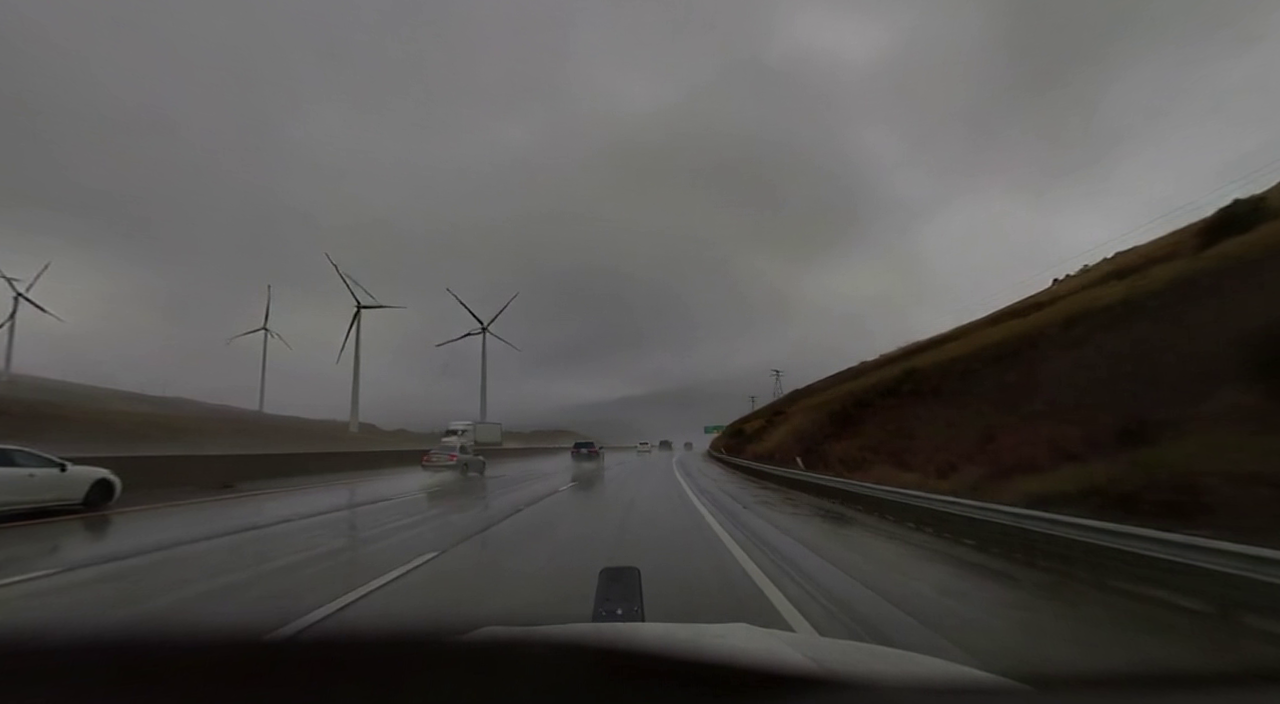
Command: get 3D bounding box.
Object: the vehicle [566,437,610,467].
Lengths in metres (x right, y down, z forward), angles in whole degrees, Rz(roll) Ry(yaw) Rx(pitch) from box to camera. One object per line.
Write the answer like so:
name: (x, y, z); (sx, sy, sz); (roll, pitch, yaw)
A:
vehicle: (-3.155, 6.212, 39.280); (2.118, 1.702, 4.355); (-1, -9, 4)

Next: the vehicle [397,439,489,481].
vehicle: (-7.779, 4.320, 25.438); (2.015, 1.537, 4.728); (0, -9, 2)
